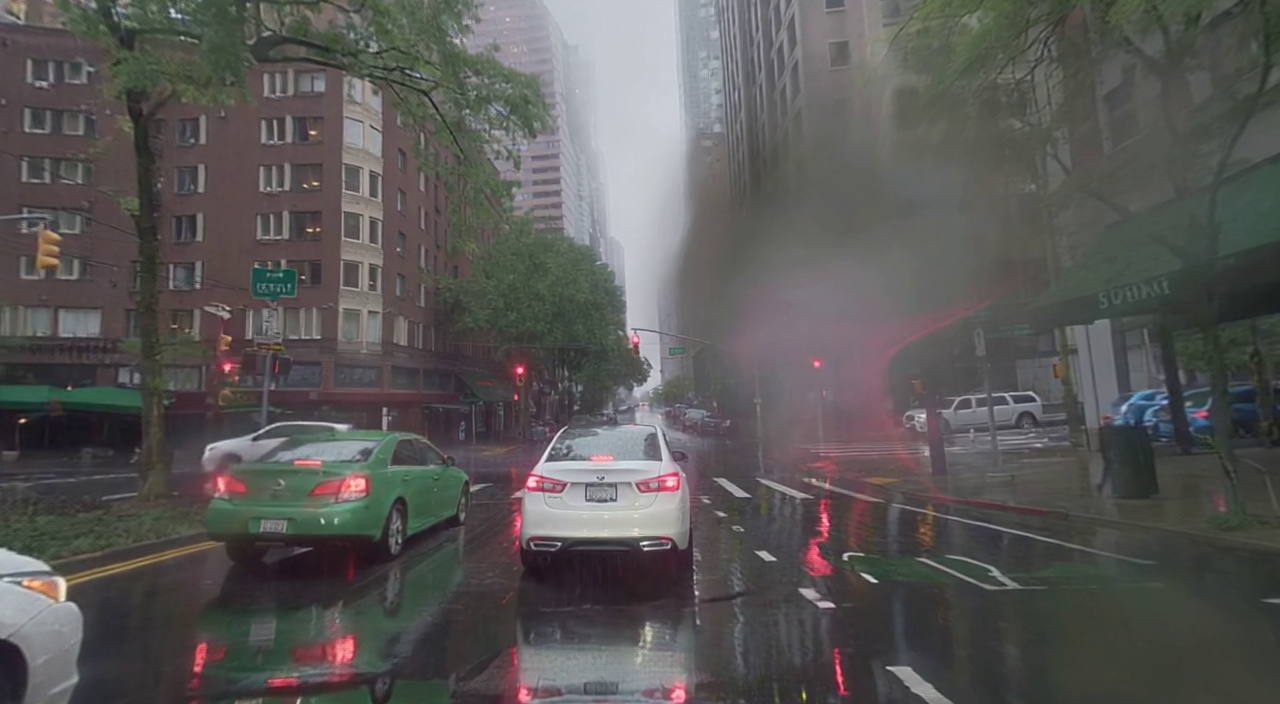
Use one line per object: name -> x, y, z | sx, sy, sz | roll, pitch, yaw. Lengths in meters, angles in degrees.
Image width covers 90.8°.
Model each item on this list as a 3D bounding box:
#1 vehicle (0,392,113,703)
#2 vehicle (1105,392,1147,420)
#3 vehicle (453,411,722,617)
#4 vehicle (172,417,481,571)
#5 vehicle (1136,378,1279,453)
vehicle -> -3.906, 0.703, 1.183 | 1.995, 1.524, 4.438 | 0, -8, 0
vehicle -> 33.733, 3.792, 43.951 | 1.958, 1.667, 4.392 | -6, -10, 34
vehicle -> -0.408, 1.498, 6.731 | 1.999, 1.520, 3.896 | 0, -8, 0
vehicle -> -3.684, 1.742, 8.521 | 1.934, 1.522, 4.287 | 0, -8, 0
vehicle -> 21.637, 2.354, 22.876 | 5.863, 2.493, 2.354 | 2, -9, -12
